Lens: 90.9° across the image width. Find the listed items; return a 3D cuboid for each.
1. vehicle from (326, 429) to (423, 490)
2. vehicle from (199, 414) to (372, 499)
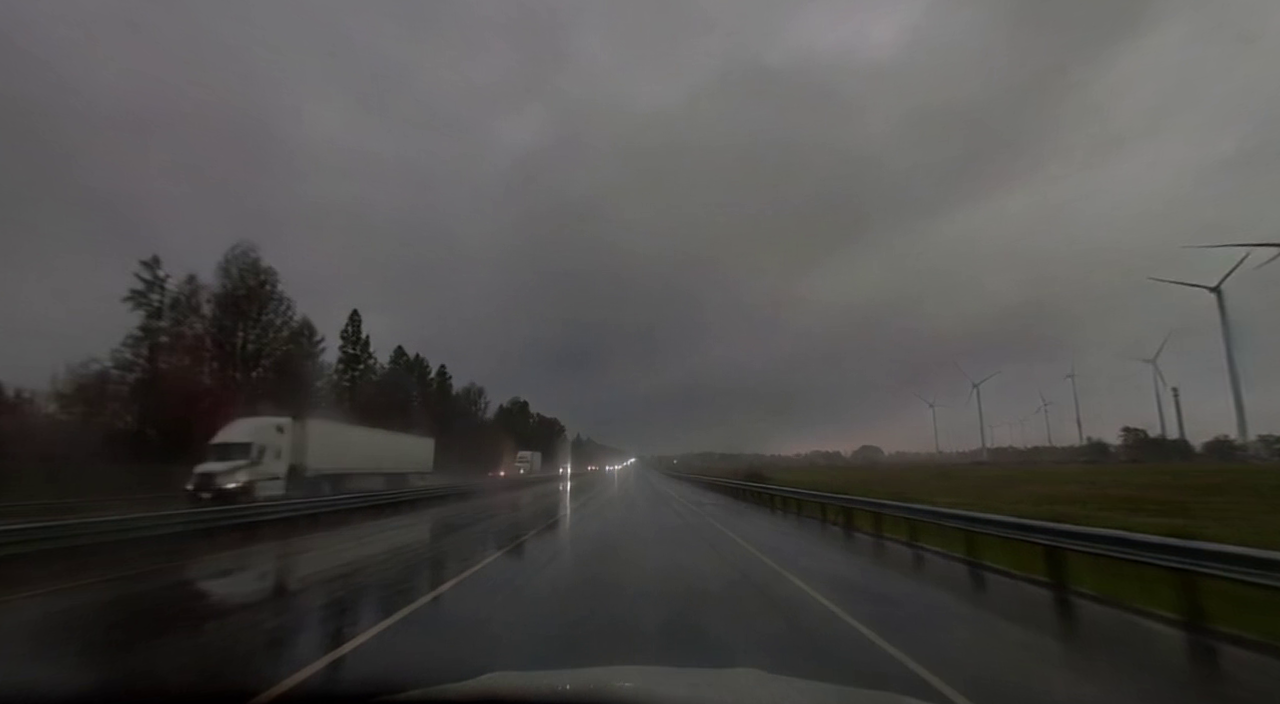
[{"bbox_3d":[-17.354,7.209,41.996,2.816,3.554,8.526,1,-11,-1],"label":"vehicle"},{"bbox_3d":[-17.200,5.350,31.865,2.952,3.556,10.027,1,-11,-1],"label":"vehicle"}]
